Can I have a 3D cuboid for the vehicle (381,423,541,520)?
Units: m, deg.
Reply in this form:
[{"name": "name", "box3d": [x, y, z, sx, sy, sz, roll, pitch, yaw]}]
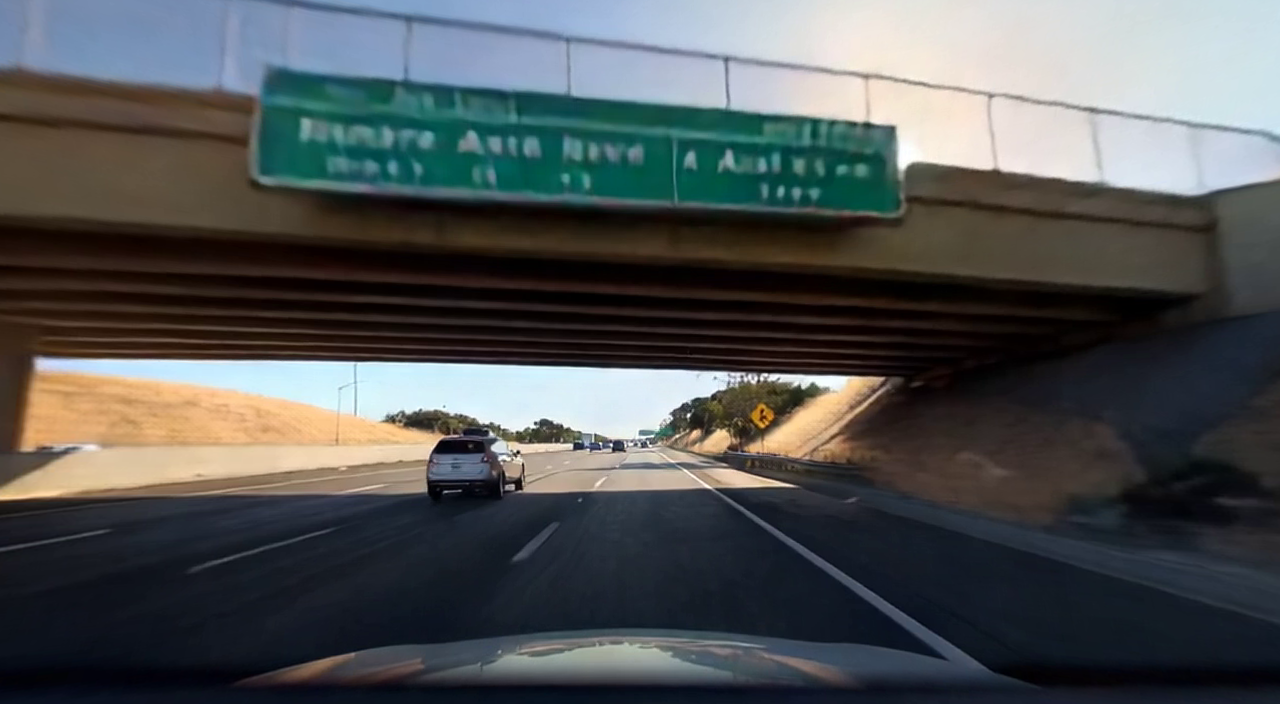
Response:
[{"name": "vehicle", "box3d": [-3.513, 2.440, 13.367, 2.048, 1.705, 4.384, 0, -8, 1]}]
